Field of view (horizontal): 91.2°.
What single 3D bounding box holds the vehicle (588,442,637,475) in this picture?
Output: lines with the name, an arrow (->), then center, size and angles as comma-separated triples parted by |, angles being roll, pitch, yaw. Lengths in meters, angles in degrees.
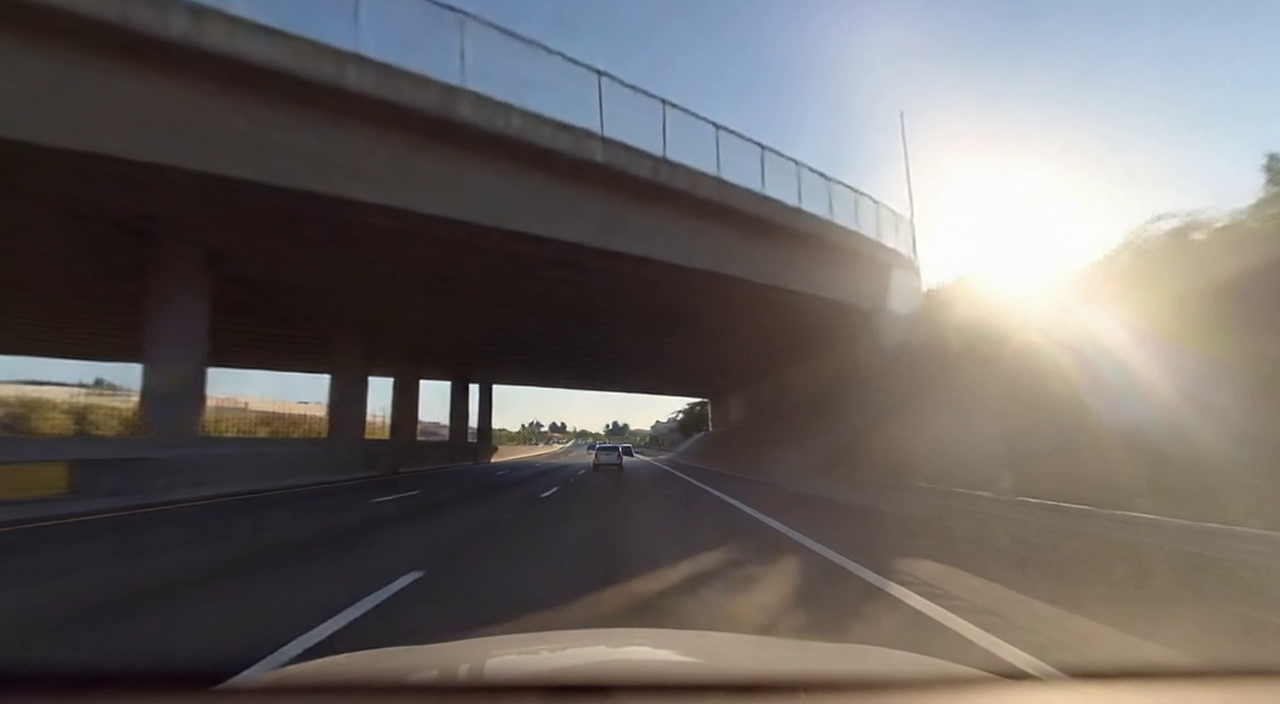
vehicle -> -1.284, 5.242, 31.025 | 2.055, 1.509, 4.255 | -1, -9, 2
